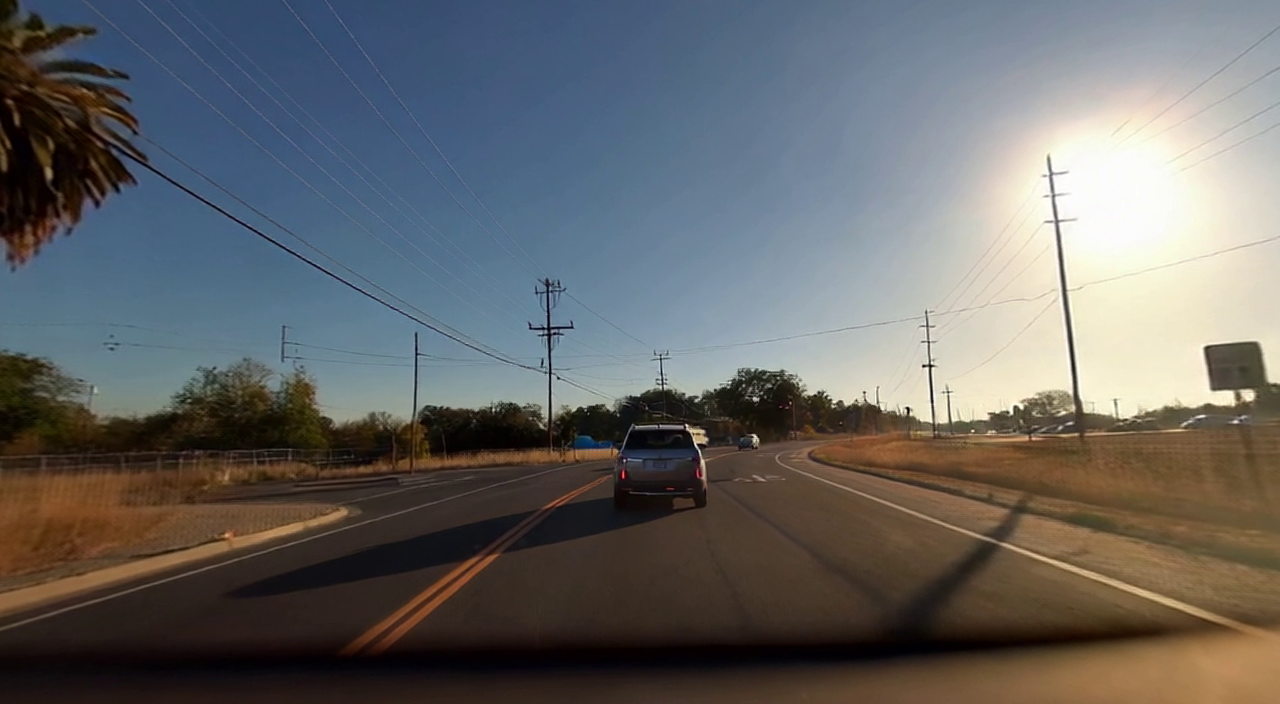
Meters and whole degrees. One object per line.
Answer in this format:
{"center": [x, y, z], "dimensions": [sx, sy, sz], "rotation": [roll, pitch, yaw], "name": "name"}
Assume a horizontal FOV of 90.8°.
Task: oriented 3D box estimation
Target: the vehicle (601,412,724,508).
{"center": [0.472, 2.433, 14.586], "dimensions": [2.364, 1.859, 4.538], "rotation": [0, -8, 1], "name": "vehicle"}
